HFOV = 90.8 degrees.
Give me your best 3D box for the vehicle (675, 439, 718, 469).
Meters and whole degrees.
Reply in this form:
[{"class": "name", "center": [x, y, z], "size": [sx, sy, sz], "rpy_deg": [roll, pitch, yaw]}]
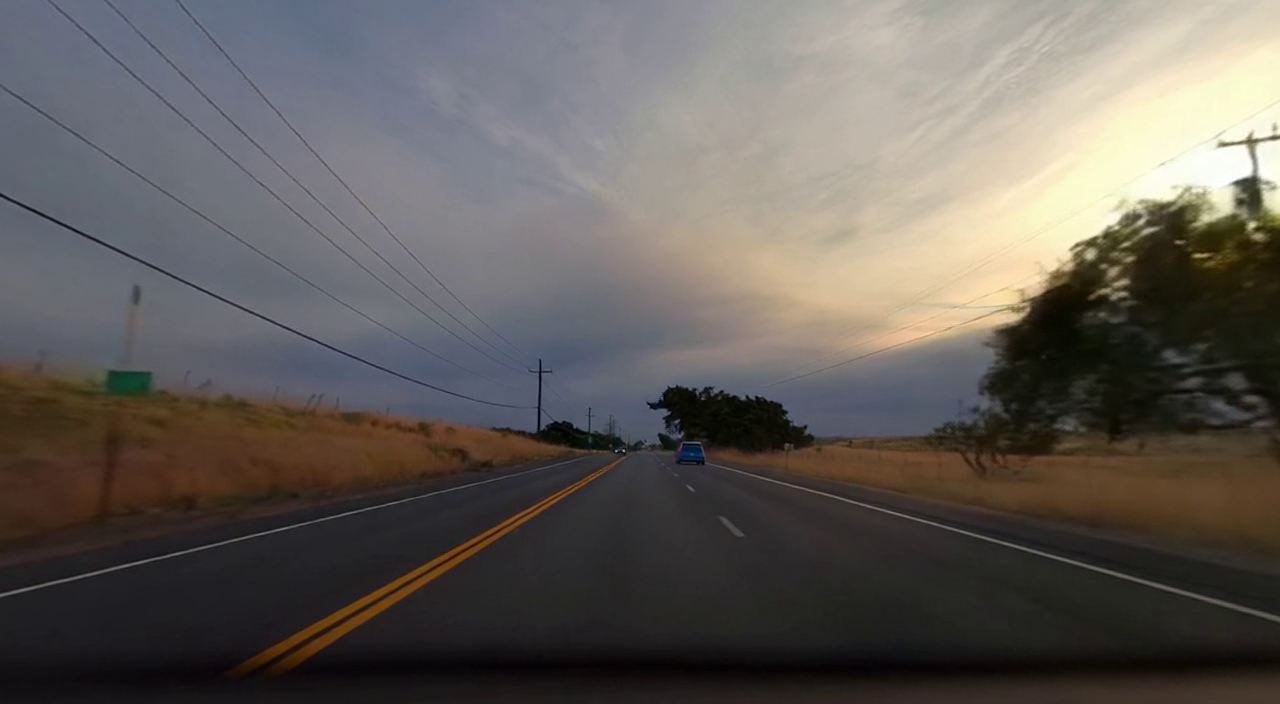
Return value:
[{"class": "vehicle", "center": [3.383, 6.245, 38.794], "size": [2.135, 1.692, 4.185], "rpy_deg": [0, -9, -1]}]
